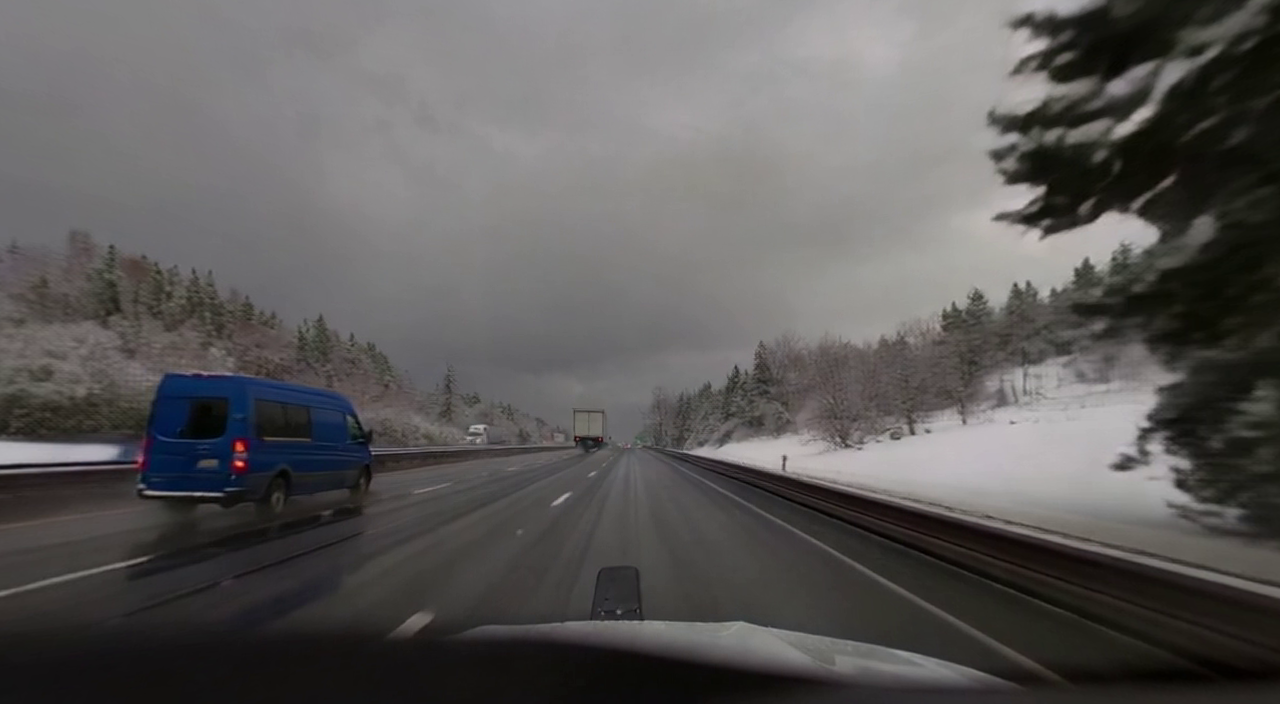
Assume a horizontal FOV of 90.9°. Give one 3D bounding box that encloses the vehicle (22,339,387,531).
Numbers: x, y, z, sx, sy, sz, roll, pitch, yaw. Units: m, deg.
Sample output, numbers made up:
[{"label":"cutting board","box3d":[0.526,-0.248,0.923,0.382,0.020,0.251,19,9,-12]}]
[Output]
[{"label":"vehicle","box3d":[-7.658,1.652,12.616,2.396,2.763,6.935,0,-8,-1]}]
